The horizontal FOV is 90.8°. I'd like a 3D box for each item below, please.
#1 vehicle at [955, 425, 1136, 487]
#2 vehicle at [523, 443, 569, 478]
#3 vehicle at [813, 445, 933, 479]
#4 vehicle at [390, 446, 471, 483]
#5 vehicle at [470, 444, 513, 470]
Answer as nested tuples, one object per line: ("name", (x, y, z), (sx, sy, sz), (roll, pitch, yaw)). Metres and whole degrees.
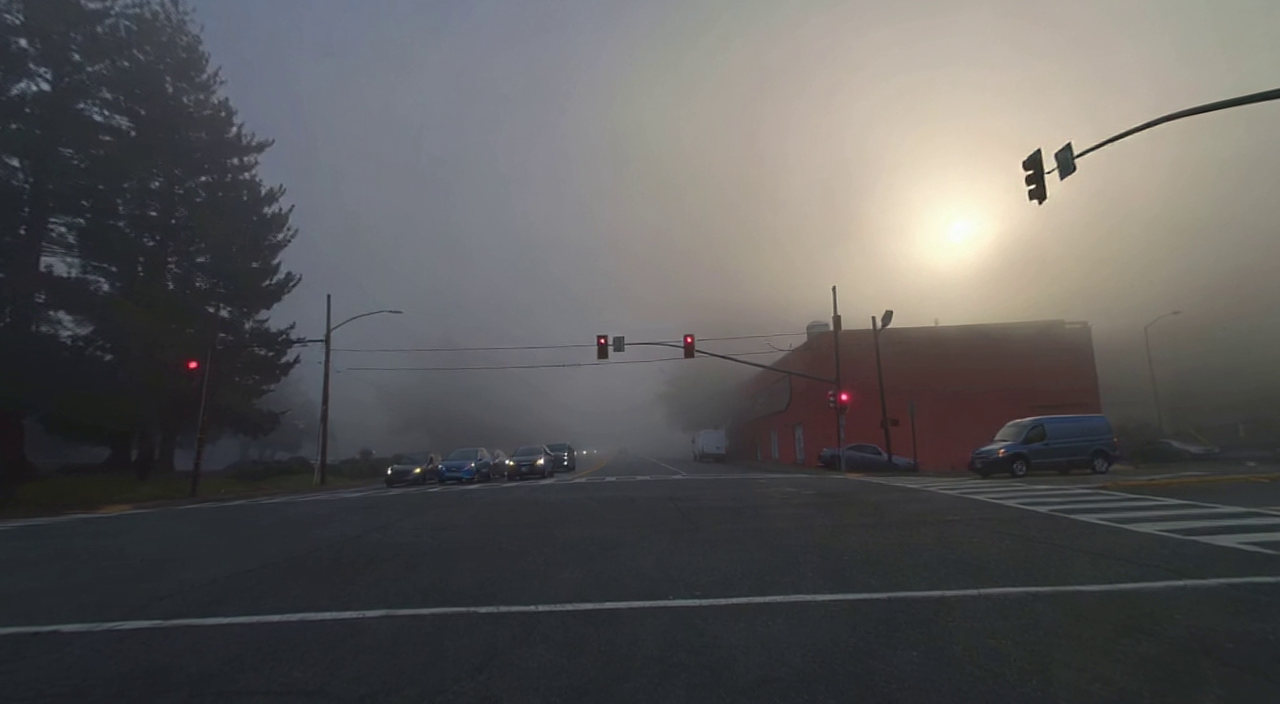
("vehicle", (14.829, 3.769, 23.133), (5.910, 2.046, 2.228), (3, -9, -19))
("vehicle", (-4.181, 4.742, 27.963), (1.846, 1.416, 4.228), (1, -9, -9))
("vehicle", (10.429, 4.965, 28.654), (4.828, 1.453, 1.919), (-2, -9, 11))
("vehicle", (-8.982, 4.834, 27.497), (2.024, 1.460, 4.381), (0, -9, 0))
("vehicle", (-9.017, 6.385, 38.709), (1.779, 1.460, 4.463), (0, -9, -3))
